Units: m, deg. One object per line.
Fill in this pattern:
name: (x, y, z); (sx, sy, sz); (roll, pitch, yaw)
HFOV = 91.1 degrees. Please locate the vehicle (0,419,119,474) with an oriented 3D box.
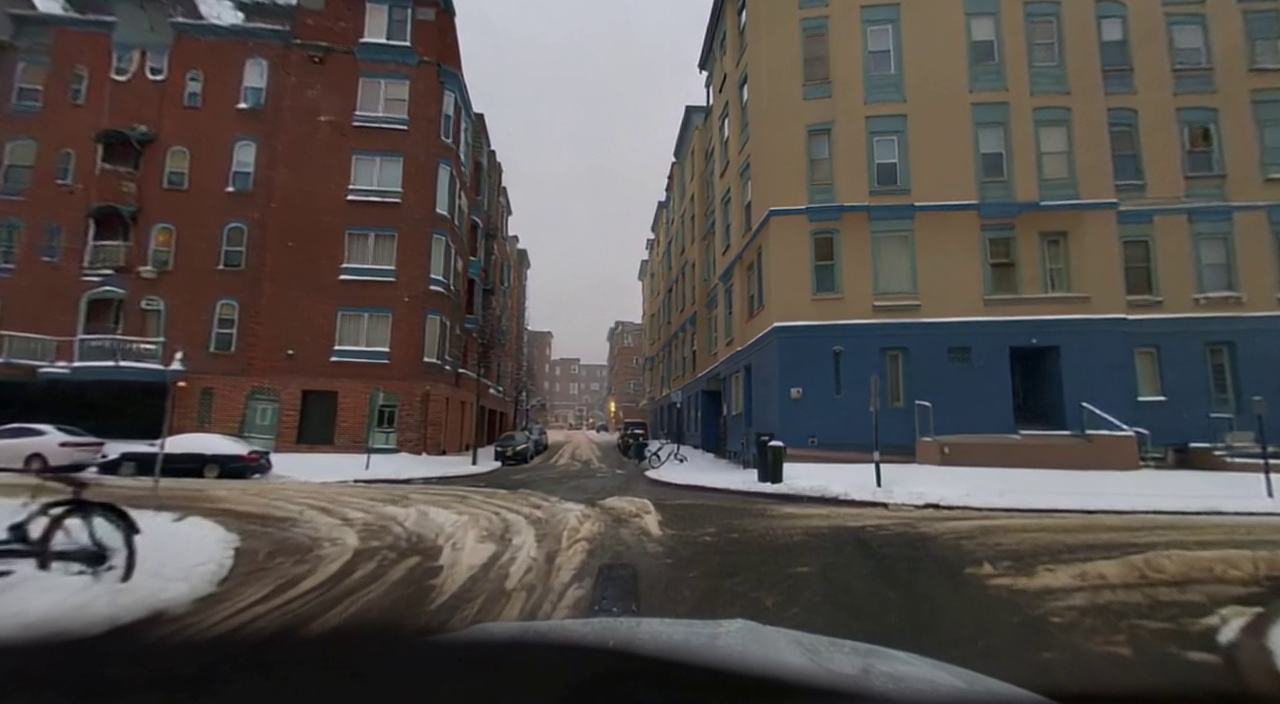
vehicle: (-18.553, 3.009, 19.730); (2.924, 1.591, 1.756); (-2, -12, 13)

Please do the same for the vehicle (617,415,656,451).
vehicle: (-0.291, 5.031, 39.098); (2.072, 2.074, 4.358); (1, -7, -5)

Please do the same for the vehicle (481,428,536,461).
vehicle: (-6.121, 4.348, 29.654); (1.897, 1.431, 3.741); (0, -7, -2)

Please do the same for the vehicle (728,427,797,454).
vehicle: (6.661, 4.849, 34.388); (3.404, 1.431, 1.641); (0, -7, -3)
